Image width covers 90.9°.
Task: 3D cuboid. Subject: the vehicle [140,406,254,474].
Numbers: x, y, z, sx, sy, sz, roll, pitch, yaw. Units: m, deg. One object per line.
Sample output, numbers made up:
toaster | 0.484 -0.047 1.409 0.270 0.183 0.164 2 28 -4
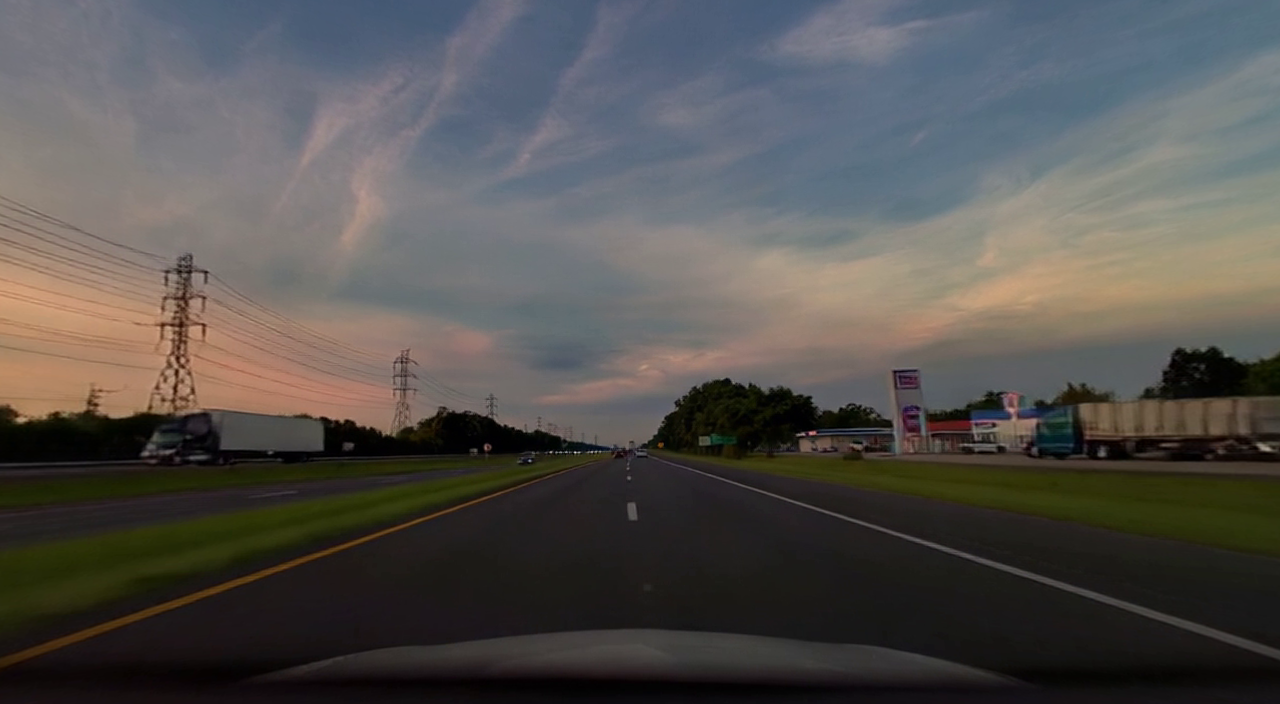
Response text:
vehicle | -29.004 5.802 41.696 2.866 3.966 6.447 -2 -8 -1

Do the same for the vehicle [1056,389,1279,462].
vehicle | 32.555 4.684 39.005 10.652 3.951 2.980 -8 -12 43
